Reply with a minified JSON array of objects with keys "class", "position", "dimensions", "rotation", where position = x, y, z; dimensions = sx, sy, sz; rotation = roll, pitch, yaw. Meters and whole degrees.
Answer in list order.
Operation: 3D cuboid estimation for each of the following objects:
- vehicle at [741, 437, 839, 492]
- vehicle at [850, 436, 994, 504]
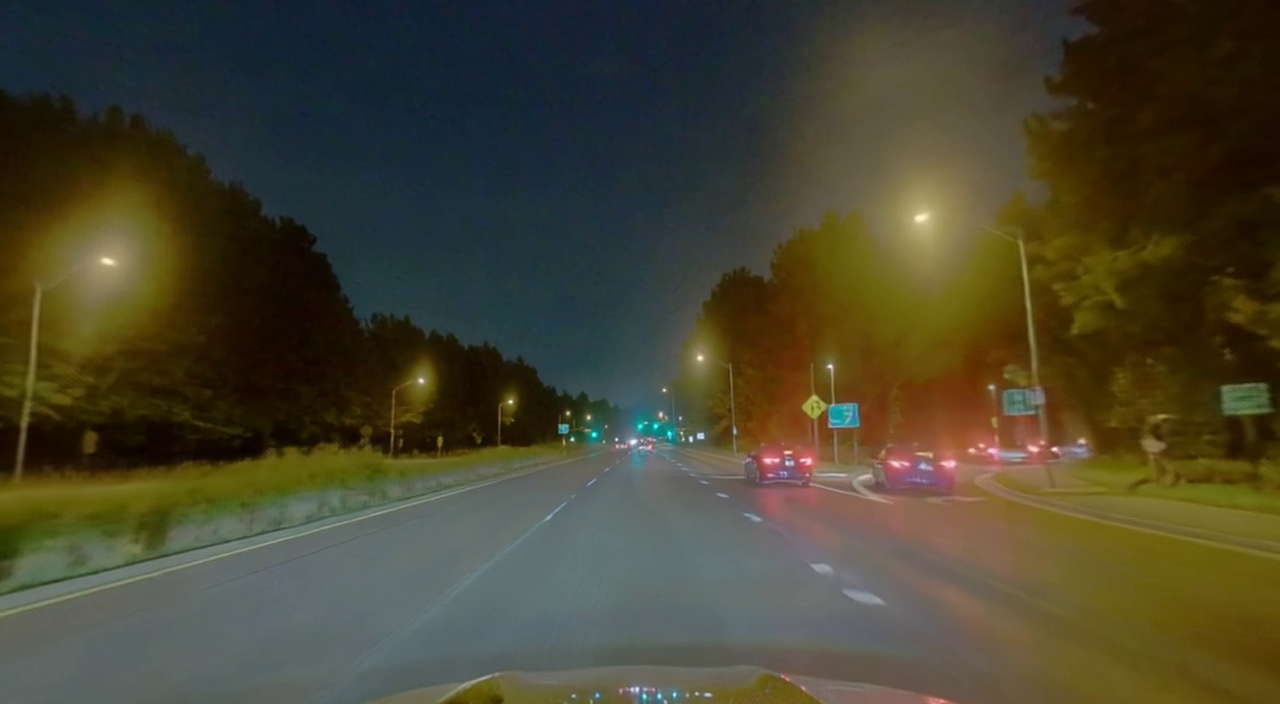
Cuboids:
[{"class":"vehicle","position":[4.502,3.436,19.521],"dimensions":[1.913,1.516,4.322],"rotation":[0,-9,-1]},{"class":"vehicle","position":[7.718,3.254,17.864],"dimensions":[2.063,1.625,5.102],"rotation":[-1,-9,5]}]
